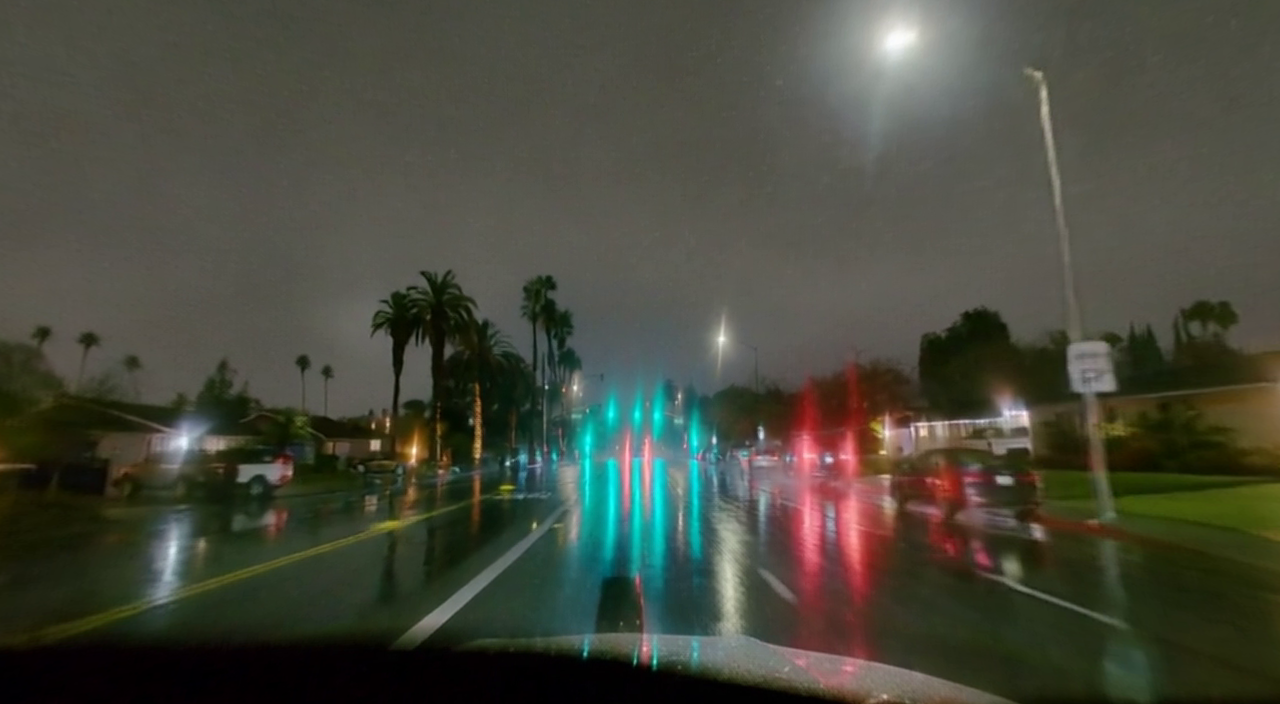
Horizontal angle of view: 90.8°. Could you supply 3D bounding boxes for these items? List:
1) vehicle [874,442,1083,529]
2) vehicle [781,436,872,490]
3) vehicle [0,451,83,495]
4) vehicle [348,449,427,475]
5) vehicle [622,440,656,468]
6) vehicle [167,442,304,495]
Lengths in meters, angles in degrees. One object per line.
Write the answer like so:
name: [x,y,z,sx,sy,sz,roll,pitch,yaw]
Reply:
vehicle: [6.841,2.697,13.534,1.947,1.505,4.759,-1,-8,2]
vehicle: [6.993,4.191,24.383,2.035,1.822,5.449,-1,-8,2]
vehicle: [-25.890,5.145,26.822,1.914,1.662,3.657,0,-11,-18]
vehicle: [-17.720,7.696,44.408,4.683,1.686,1.950,-1,-8,2]
vehicle: [-0.103,7.122,44.311,2.248,1.833,4.798,0,-8,-1]
vehicle: [-16.782,4.810,26.639,2.185,1.993,5.054,-1,-8,4]
